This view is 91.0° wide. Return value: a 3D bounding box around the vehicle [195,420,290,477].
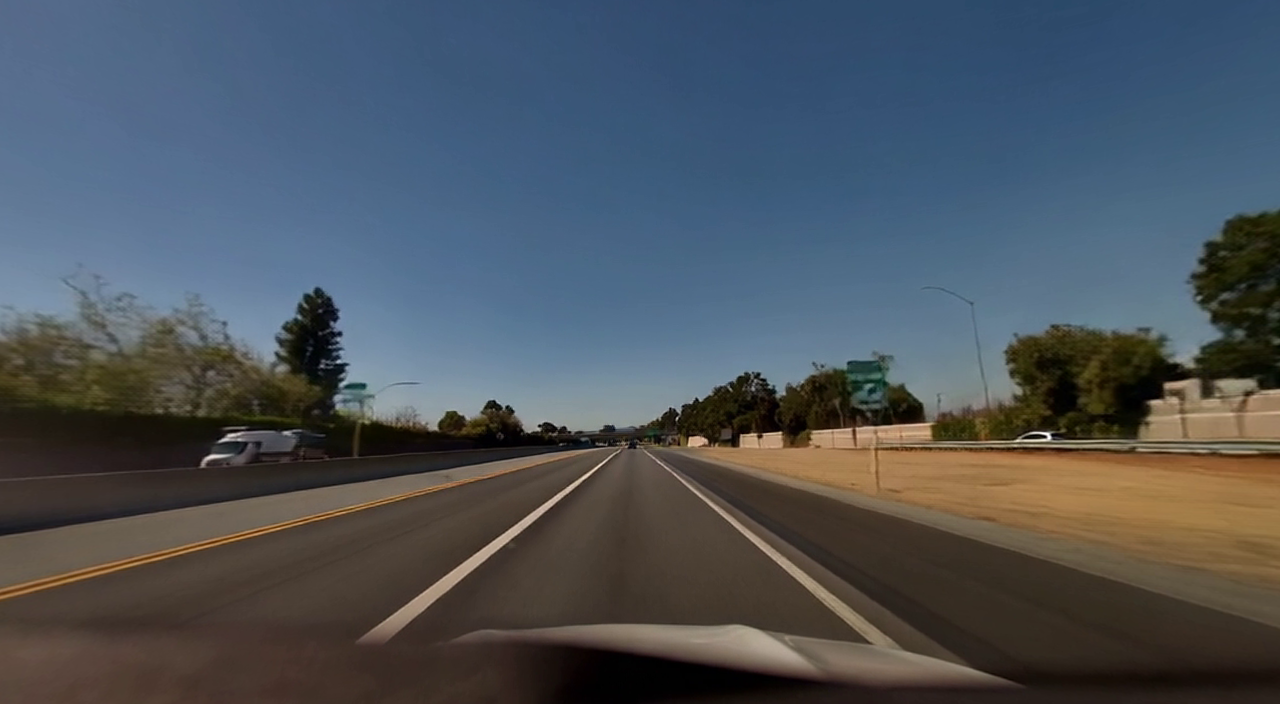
[{"bbox_3d":[-29.417,7.149,46.893,3.028,3.909,5.951,-1,-8,0],"label":"vehicle"}]
